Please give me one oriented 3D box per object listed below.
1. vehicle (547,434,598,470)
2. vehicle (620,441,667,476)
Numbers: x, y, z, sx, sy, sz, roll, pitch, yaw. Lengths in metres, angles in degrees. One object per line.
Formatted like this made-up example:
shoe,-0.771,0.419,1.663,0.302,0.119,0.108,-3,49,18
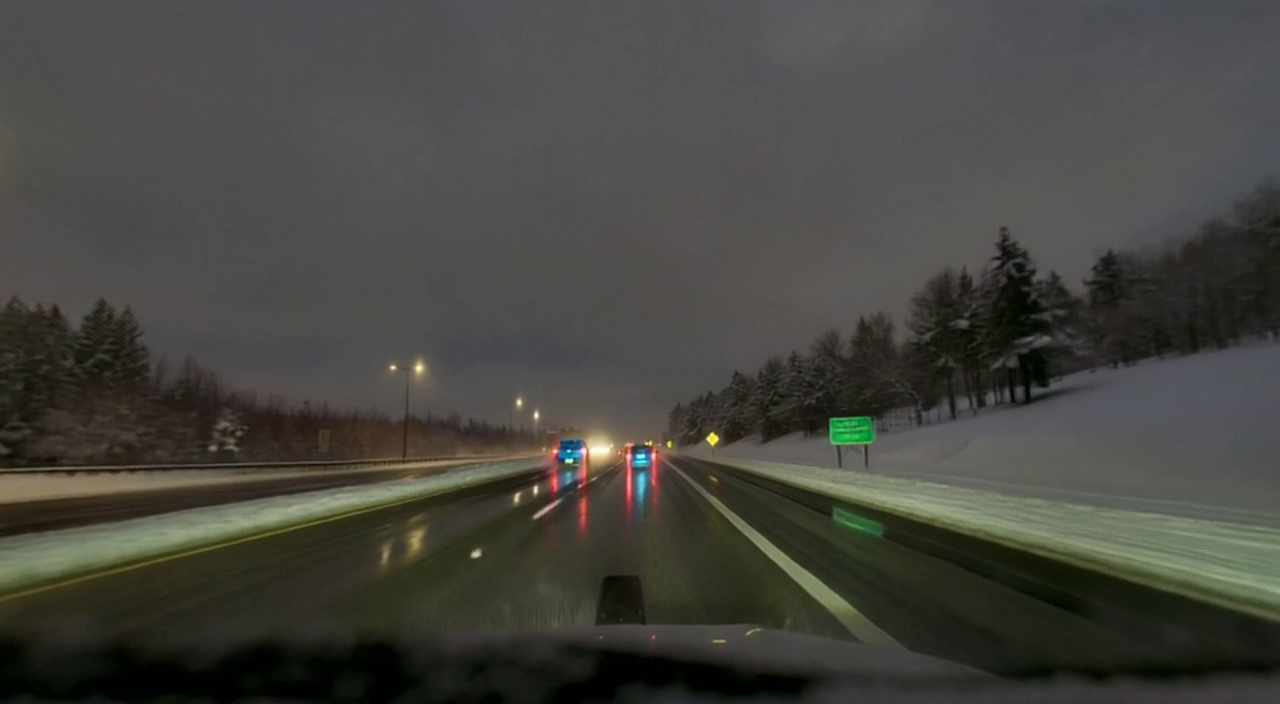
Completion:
vehicle,-3.730,5.681,35.880,2.264,1.901,4.647,0,-9,2
vehicle,0.179,5.054,30.165,2.086,1.548,4.325,0,-9,1
